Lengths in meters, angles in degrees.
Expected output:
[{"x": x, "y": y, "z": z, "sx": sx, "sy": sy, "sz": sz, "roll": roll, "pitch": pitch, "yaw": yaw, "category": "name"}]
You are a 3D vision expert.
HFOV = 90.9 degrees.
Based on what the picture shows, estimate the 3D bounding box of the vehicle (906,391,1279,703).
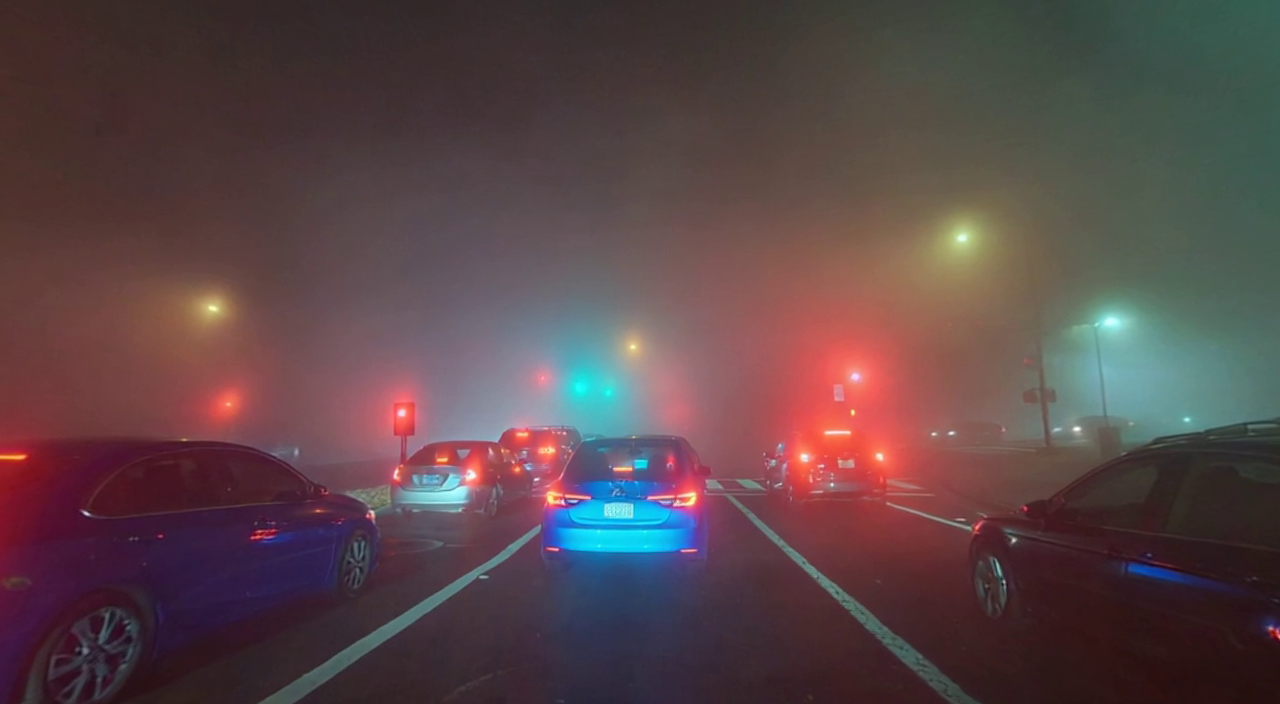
[{"x": 3.407, "y": 1.067, "z": 3.495, "sx": 1.981, "sy": 1.499, "sz": 4.536, "roll": 0, "pitch": -8, "yaw": 2, "category": "vehicle"}]

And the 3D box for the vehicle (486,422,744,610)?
[{"x": -0.188, "y": 1.613, "z": 7.107, "sx": 2.059, "sy": 1.477, "sz": 3.988, "roll": 0, "pitch": -8, "yaw": 0, "category": "vehicle"}]

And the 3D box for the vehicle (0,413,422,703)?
[{"x": -3.415, "y": 1.299, "z": 4.716, "sx": 1.980, "sy": 1.454, "sz": 4.226, "roll": 0, "pitch": -8, "yaw": 1, "category": "vehicle"}]

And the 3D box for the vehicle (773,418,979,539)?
[{"x": 3.771, "y": 2.094, "z": 11.021, "sx": 2.007, "sy": 1.683, "sz": 4.171, "roll": 0, "pitch": -8, "yaw": 1, "category": "vehicle"}]
